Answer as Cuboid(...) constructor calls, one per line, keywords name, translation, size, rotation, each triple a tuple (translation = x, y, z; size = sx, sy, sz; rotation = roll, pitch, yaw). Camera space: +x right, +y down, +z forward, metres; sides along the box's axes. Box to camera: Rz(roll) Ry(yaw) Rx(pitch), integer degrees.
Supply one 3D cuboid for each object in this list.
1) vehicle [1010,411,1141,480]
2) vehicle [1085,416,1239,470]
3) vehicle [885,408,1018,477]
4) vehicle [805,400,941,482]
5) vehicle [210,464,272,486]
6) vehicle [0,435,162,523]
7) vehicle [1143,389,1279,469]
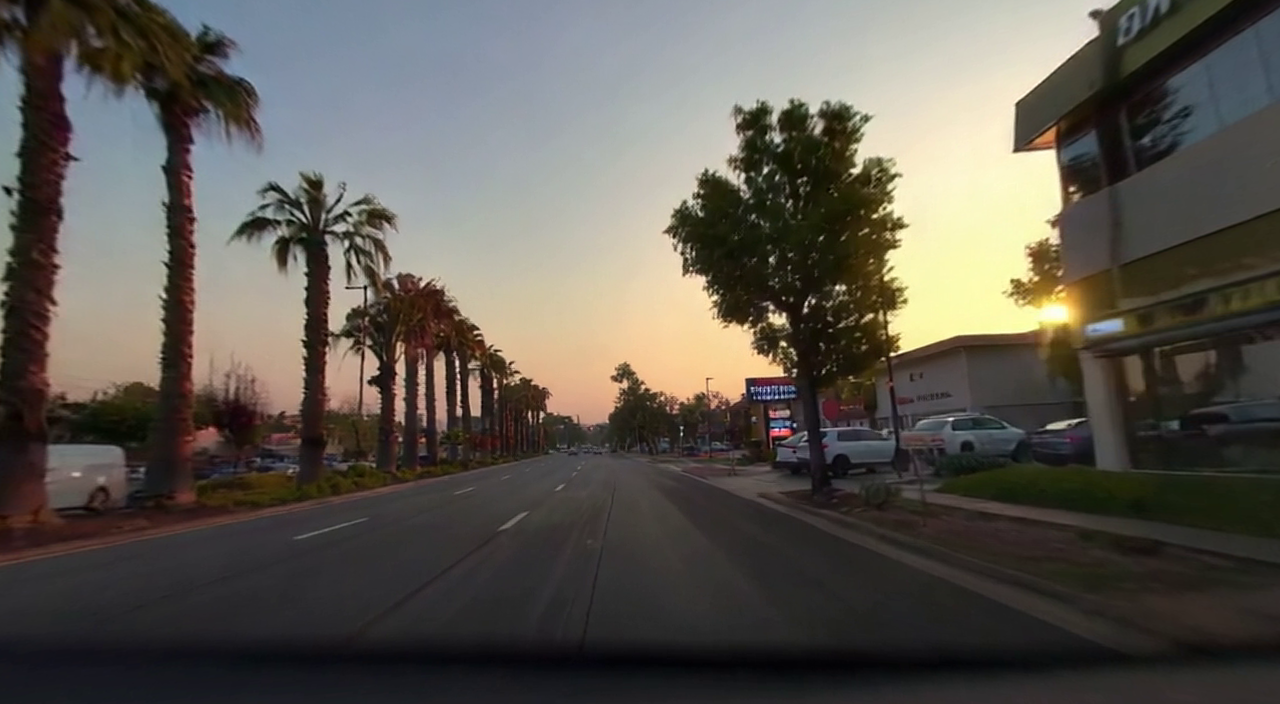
Cuboid(name="vehicle", translation=(15.745, 3.345, 23.368), size=(2.525, 2.043, 6.684), rotation=(-7, -8, 23))
Cuboid(name="vehicle", translation=(18.915, 3.373, 23.225), size=(1.922, 1.770, 4.425), rotation=(-1, -9, 2))
Cuboid(name="vehicle", translation=(11.475, 3.333, 23.068), size=(2.514, 2.172, 5.798), rotation=(-9, -12, 43))
Cuboid(name="vehicle", translation=(9.324, 3.537, 24.996), size=(5.942, 2.851, 2.531), rotation=(8, -12, -43))
Cuboid(name="vehicle", translation=(-28.927, 8.913, 45.946), size=(1.909, 1.436, 4.443), rotation=(0, -9, -5))
Cuboid(name="vehicle", translation=(-16.394, 3.346, 17.107), size=(2.379, 2.034, 5.893), rotation=(0, -9, -2))
Cuboid(name="vehicle", translation=(22.090, 2.886, 23.056), size=(2.434, 2.604, 5.700), rotation=(0, -9, -3))
